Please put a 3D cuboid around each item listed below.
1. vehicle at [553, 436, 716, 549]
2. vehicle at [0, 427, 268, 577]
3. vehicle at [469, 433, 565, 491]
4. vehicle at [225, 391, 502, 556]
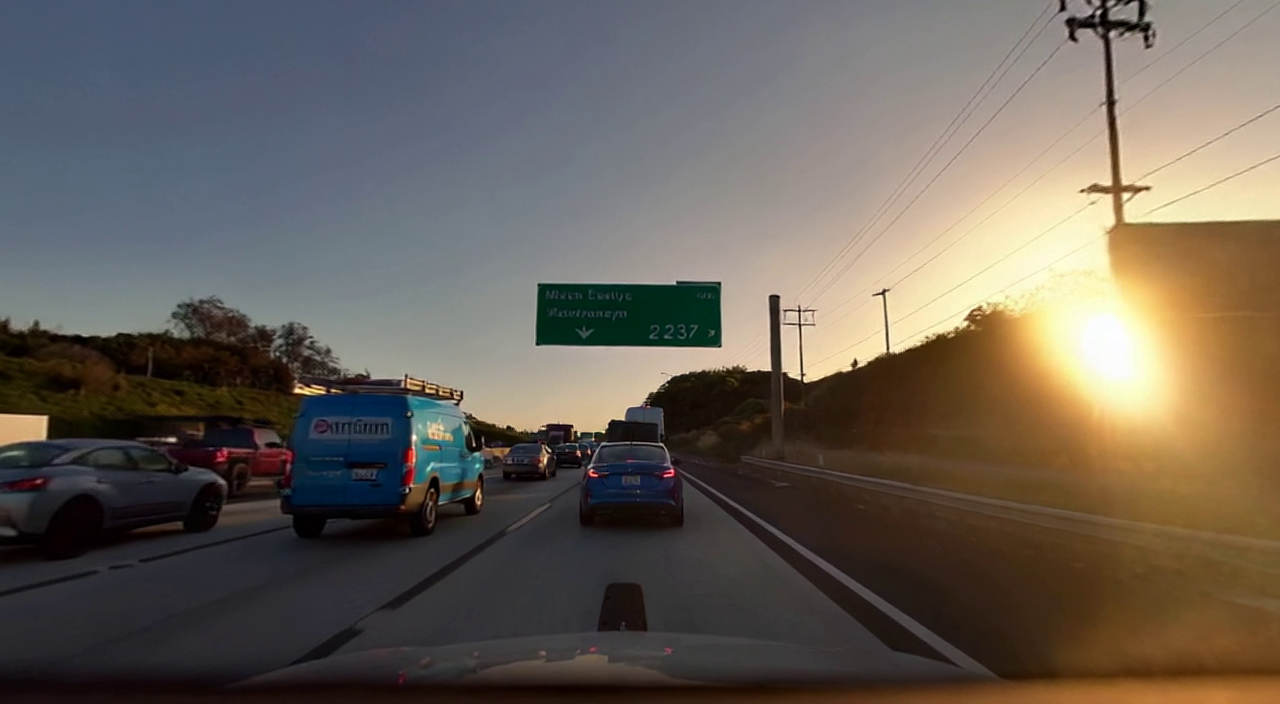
[{"bbox_3d":[-0.061,2.083,10.033,2.054,1.421,4.090,0,-8,0],"label":"vehicle"},{"bbox_3d":[-7.392,1.825,8.425,1.933,1.506,4.504,0,-8,1],"label":"vehicle"},{"bbox_3d":[-3.821,3.494,20.383,2.114,1.657,4.432,0,-8,1],"label":"vehicle"},{"bbox_3d":[-3.819,1.788,9.867,2.142,1.952,4.556,0,-8,2],"label":"vehicle"}]
